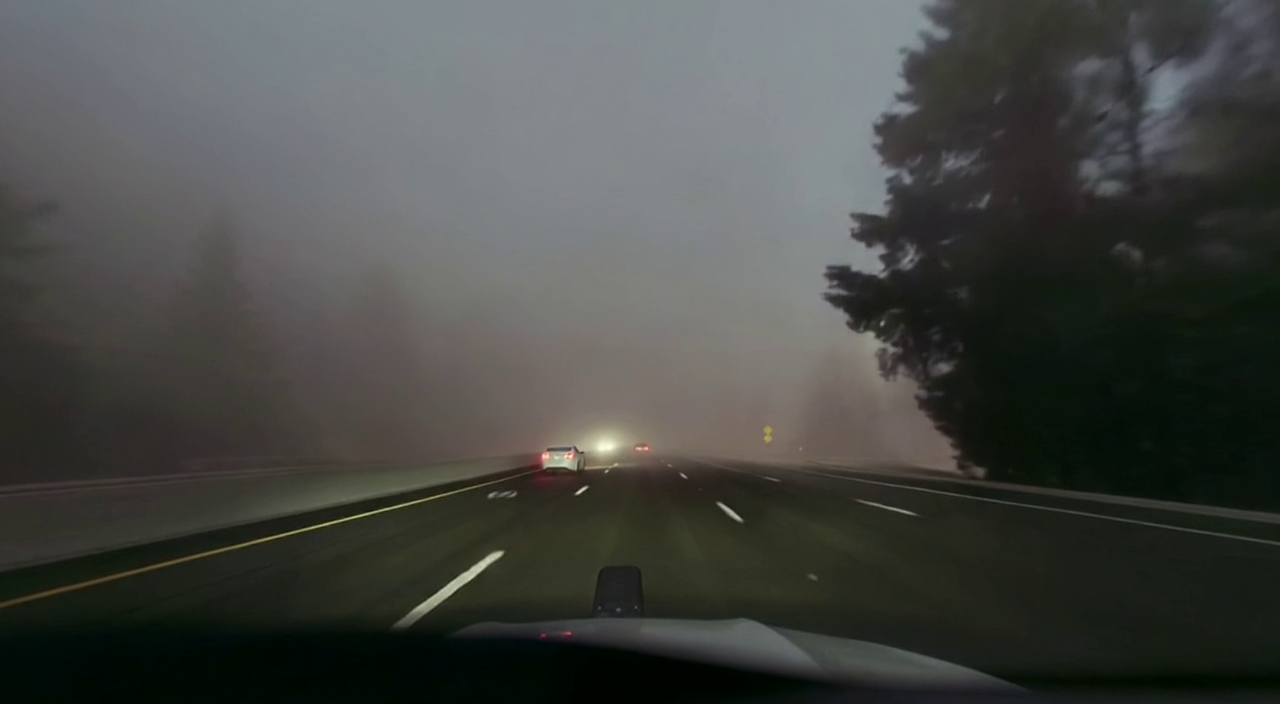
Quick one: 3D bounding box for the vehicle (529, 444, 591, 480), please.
[{"bbox_3d":[-3.556,5.015,28.945,2.162,1.493,4.583,0,-9,1],"label":"vehicle"}]
